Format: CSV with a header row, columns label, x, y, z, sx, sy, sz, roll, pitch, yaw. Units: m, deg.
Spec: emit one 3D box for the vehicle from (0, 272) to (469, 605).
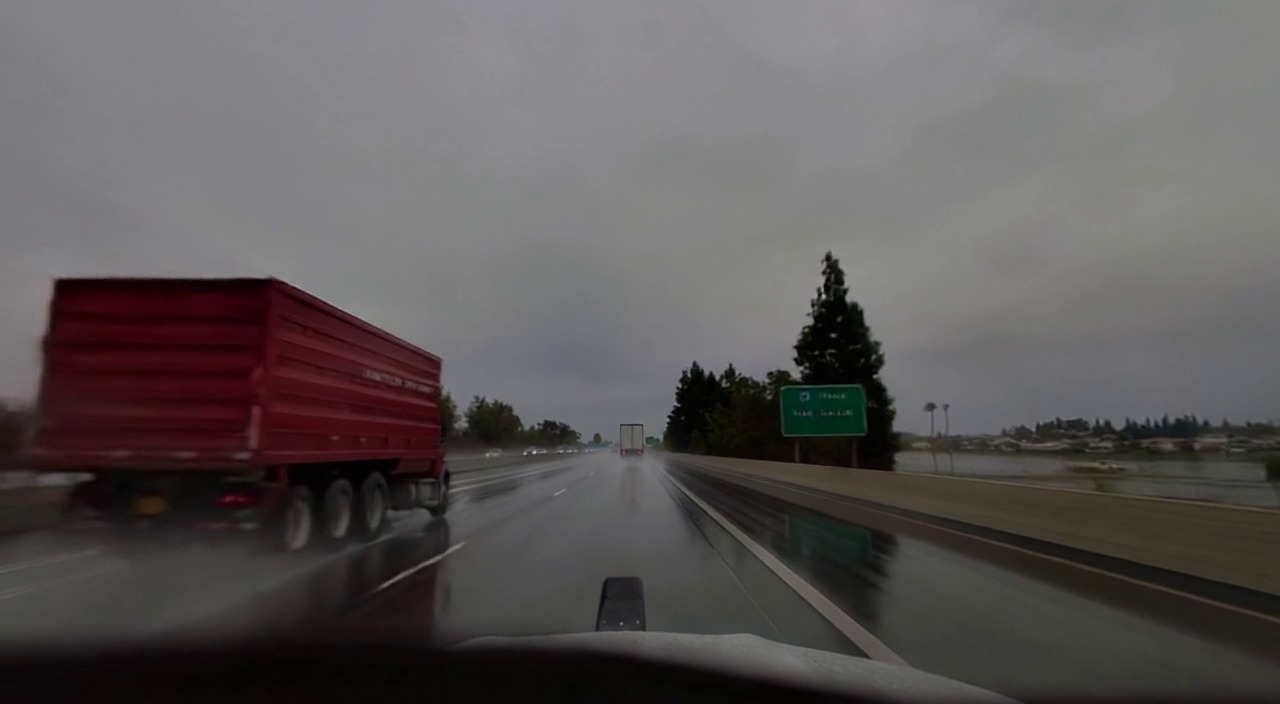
label,x,y,z,sx,sy,sz,roll,pitch,yaw
vehicle,-4.382,1.172,8.498,2.368,2.813,6.329,0,-9,0
